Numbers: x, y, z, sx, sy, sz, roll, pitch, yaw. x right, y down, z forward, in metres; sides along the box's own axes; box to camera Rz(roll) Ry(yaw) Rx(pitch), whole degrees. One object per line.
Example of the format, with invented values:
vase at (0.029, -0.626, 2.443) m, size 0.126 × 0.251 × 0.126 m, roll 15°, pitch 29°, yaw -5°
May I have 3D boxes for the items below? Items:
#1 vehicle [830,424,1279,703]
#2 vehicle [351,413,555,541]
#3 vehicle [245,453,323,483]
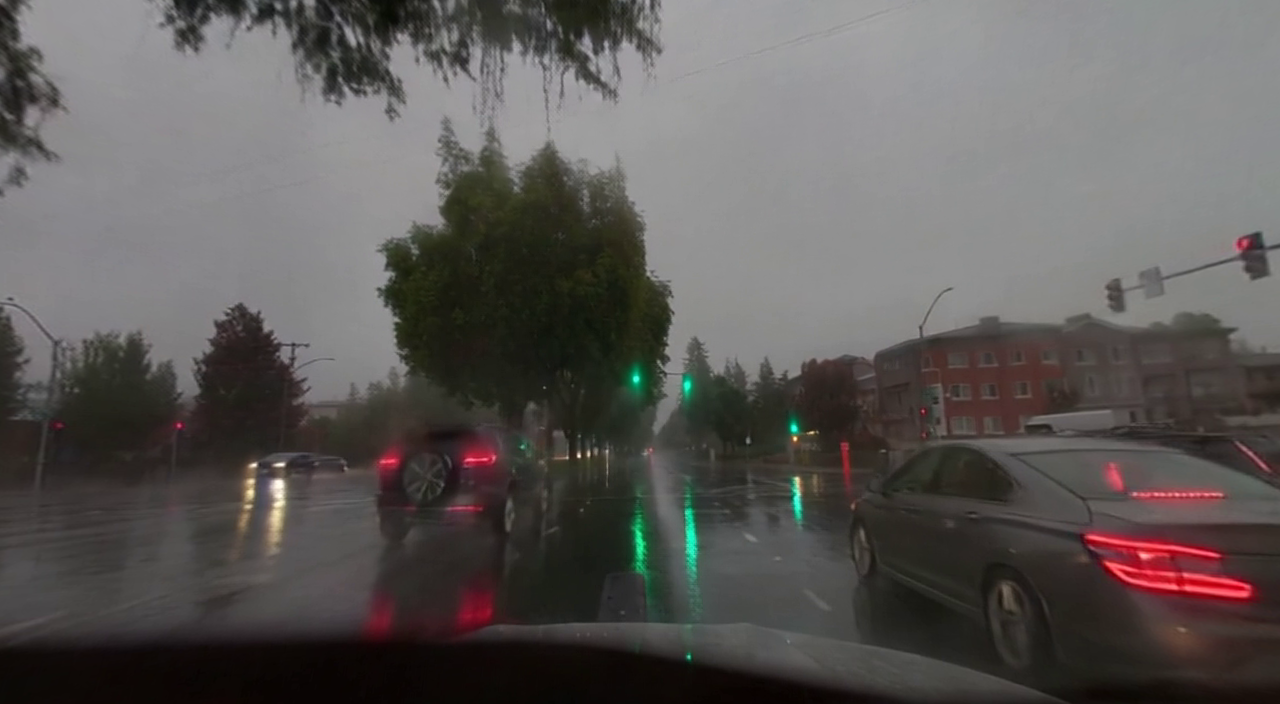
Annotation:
vehicle at (3.211, 1.383, 5.017) m, size 1.990 × 1.454 × 4.490 m, roll 0°, pitch -8°, yaw 0°
vehicle at (-3.147, 2.247, 11.972) m, size 2.231 × 1.898 × 4.985 m, roll 0°, pitch -8°, yaw 1°
vehicle at (-22.082, 7.197, 39.206) m, size 1.908 × 1.642 × 4.910 m, roll 0°, pitch -8°, yaw 1°
